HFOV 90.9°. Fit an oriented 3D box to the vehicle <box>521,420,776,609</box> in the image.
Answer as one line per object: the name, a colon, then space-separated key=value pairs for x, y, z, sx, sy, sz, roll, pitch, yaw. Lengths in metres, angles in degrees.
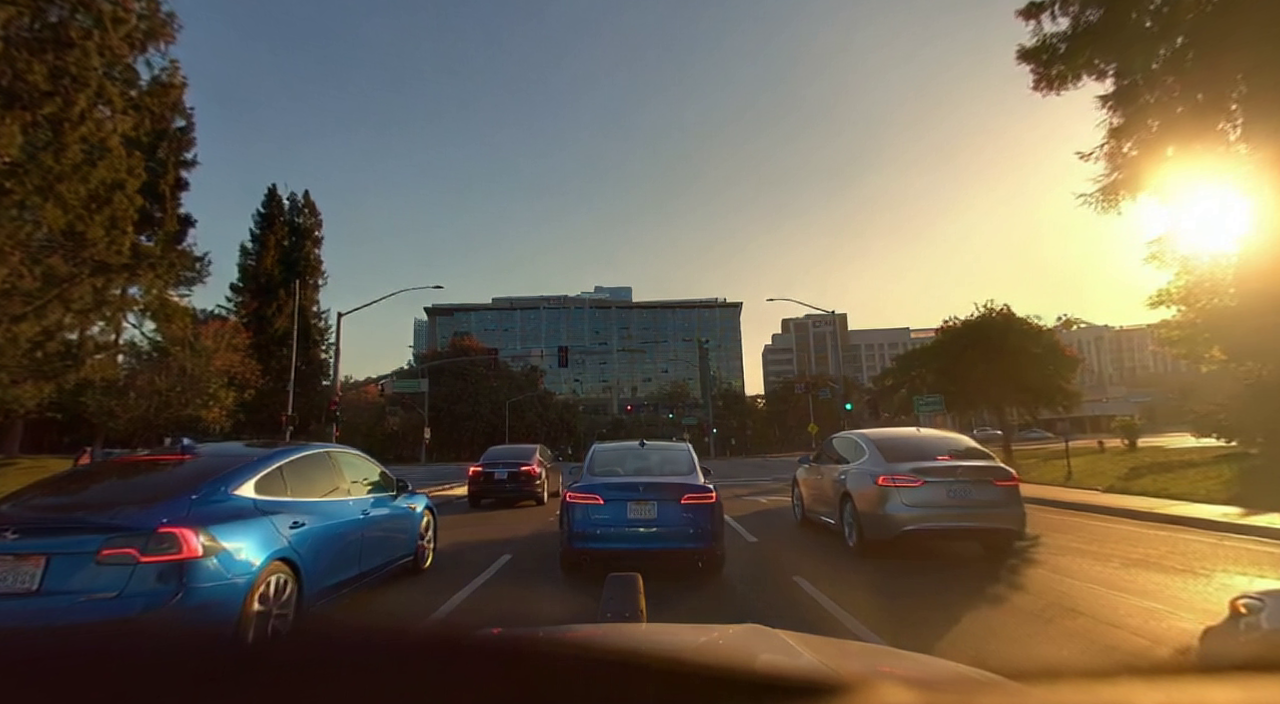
vehicle: x=0.062 y=1.688 z=7.495 sx=2.144 sy=1.563 sz=4.218 roll=0 pitch=-8 yaw=0

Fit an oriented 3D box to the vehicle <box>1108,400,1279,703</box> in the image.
vehicle: x=3.296 y=0.702 z=0.726 sx=1.951 sy=1.522 sz=4.614 roll=0 pitch=-9 yaw=0

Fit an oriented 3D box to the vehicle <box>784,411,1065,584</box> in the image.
vehicle: x=3.393 y=1.775 z=8.552 sx=1.938 sy=1.732 sz=4.006 roll=1 pitch=-8 yaw=0

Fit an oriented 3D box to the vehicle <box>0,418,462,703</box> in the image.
vehicle: x=-3.083 y=1.367 z=4.992 sx=2.015 sy=1.478 sz=4.407 roll=0 pitch=-8 yaw=1
